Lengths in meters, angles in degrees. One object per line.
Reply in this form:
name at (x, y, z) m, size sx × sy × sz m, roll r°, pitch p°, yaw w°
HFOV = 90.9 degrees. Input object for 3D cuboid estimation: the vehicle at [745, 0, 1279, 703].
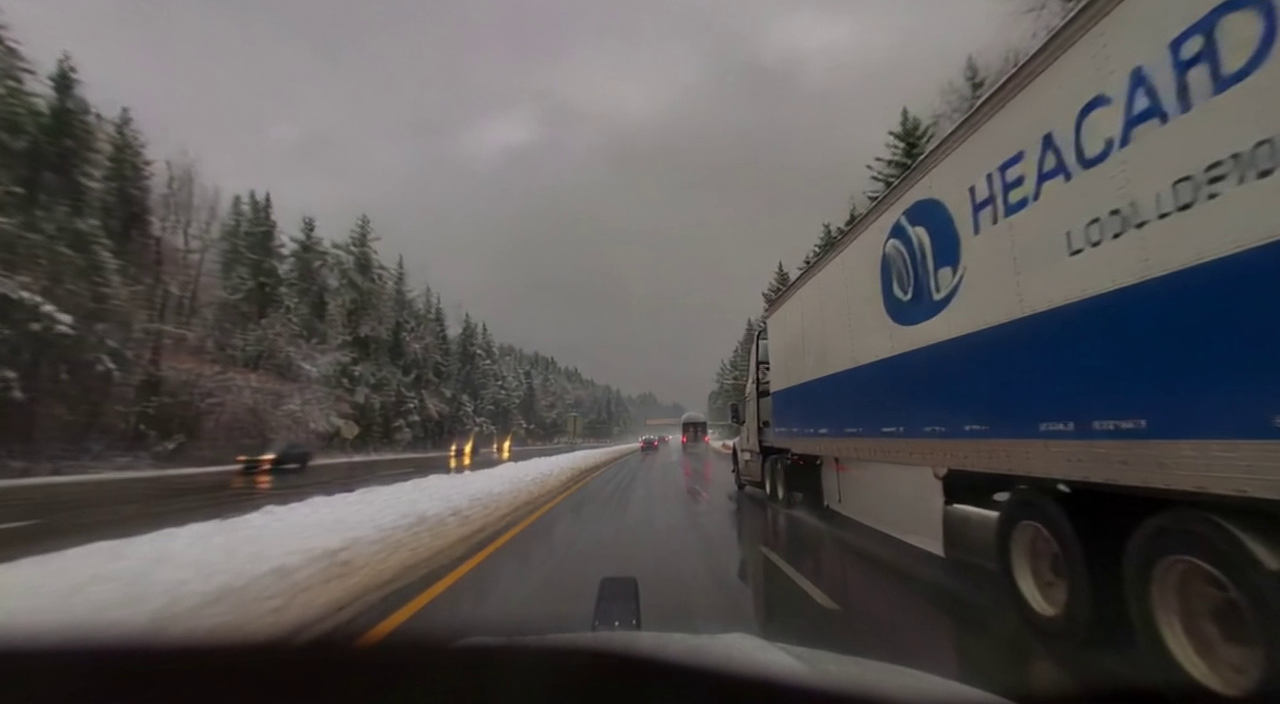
vehicle at (4.098, 0.226, 6.577) m, size 3.171 × 4.072 × 13.784 m, roll 0°, pitch -8°, yaw -2°

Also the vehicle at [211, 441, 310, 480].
vehicle at (-17.743, 5.053, 29.694) m, size 1.885 × 1.618 × 4.292 m, roll 0°, pitch -8°, yaw 2°

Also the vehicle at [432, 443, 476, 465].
vehicle at (-13.779, 7.574, 46.967) m, size 1.840 × 1.486 × 4.462 m, roll 0°, pitch -8°, yaw 2°
